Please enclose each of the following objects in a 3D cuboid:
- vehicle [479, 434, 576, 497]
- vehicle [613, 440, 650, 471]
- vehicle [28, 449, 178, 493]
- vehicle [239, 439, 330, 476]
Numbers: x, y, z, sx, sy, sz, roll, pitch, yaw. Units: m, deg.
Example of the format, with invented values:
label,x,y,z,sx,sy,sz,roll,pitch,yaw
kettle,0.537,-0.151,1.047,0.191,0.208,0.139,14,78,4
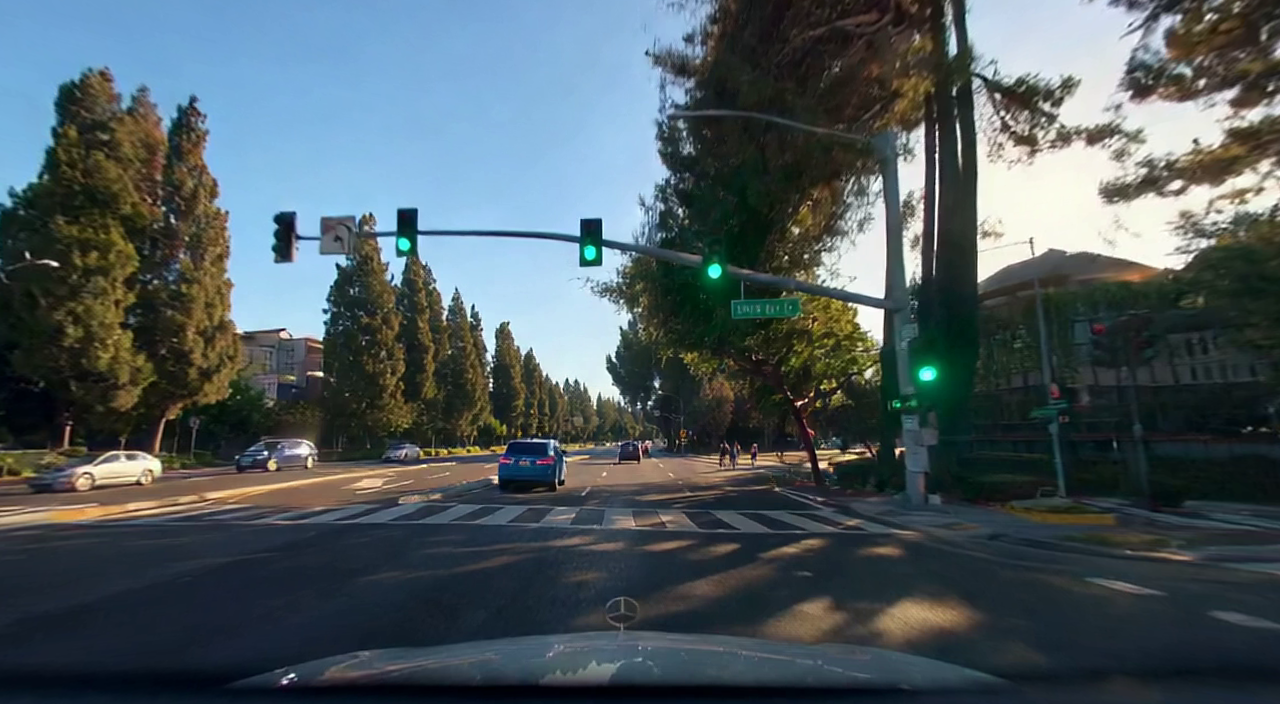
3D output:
label,x,y,z,sx,sy,sz,roll,pitch,yaw
vehicle,-3.333,3.472,19.648,2.174,1.703,4.231,0,-9,1
vehicle,-0.522,6.254,38.284,2.077,1.773,4.257,0,-9,-1
vehicle,-19.805,4.370,23.610,1.741,1.434,4.383,0,-9,0
vehicle,-19.571,5.806,35.089,2.090,1.868,4.941,0,-9,0
